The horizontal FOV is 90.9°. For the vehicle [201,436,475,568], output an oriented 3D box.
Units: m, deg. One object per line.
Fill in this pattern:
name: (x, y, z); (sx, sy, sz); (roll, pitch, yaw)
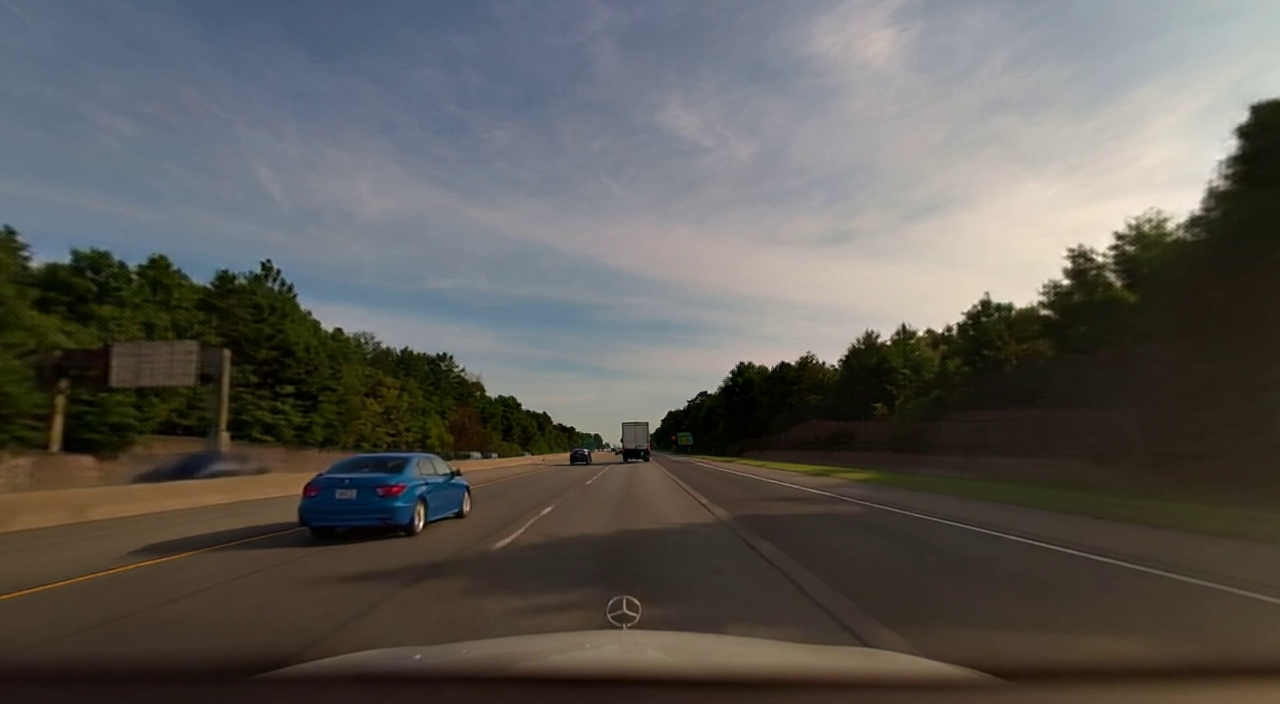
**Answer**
vehicle: (-4.069, 2.071, 9.552); (1.916, 1.506, 4.476); (0, -9, 0)

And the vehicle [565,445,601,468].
vehicle: (-4.334, 7.971, 48.267); (2.311, 1.655, 4.382); (0, -9, 0)

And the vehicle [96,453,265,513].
vehicle: (-13.688, 3.872, 19.163); (2.001, 1.574, 4.157); (0, -9, 0)
